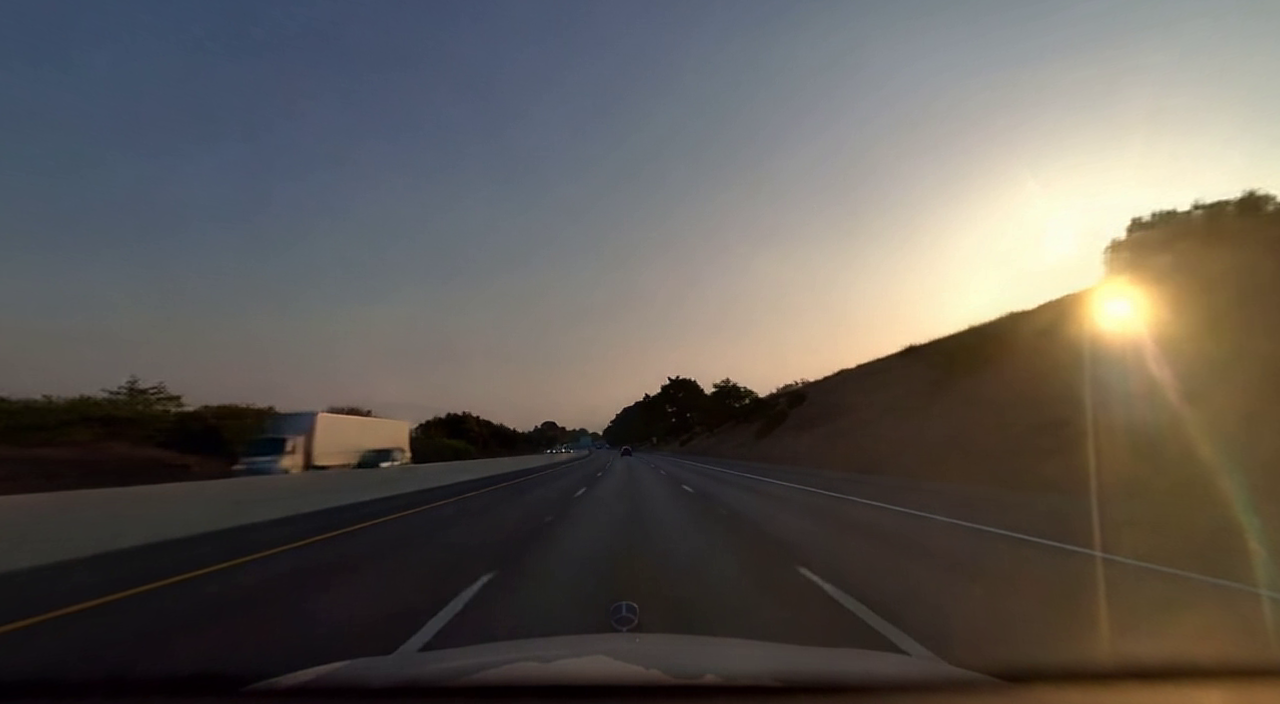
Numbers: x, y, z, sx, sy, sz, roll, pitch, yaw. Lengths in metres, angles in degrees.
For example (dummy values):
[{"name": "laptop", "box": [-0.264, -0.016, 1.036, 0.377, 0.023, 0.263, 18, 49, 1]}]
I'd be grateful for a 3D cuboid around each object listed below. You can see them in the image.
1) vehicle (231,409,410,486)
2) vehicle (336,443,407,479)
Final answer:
[{"name": "vehicle", "box": [-20.042, 6.338, 41.849, 3.483, 4.025, 16.969, 0, -9, -1]}, {"name": "vehicle", "box": [-16.201, 6.591, 38.272, 2.222, 2.003, 4.982, 0, -9, -1]}]
